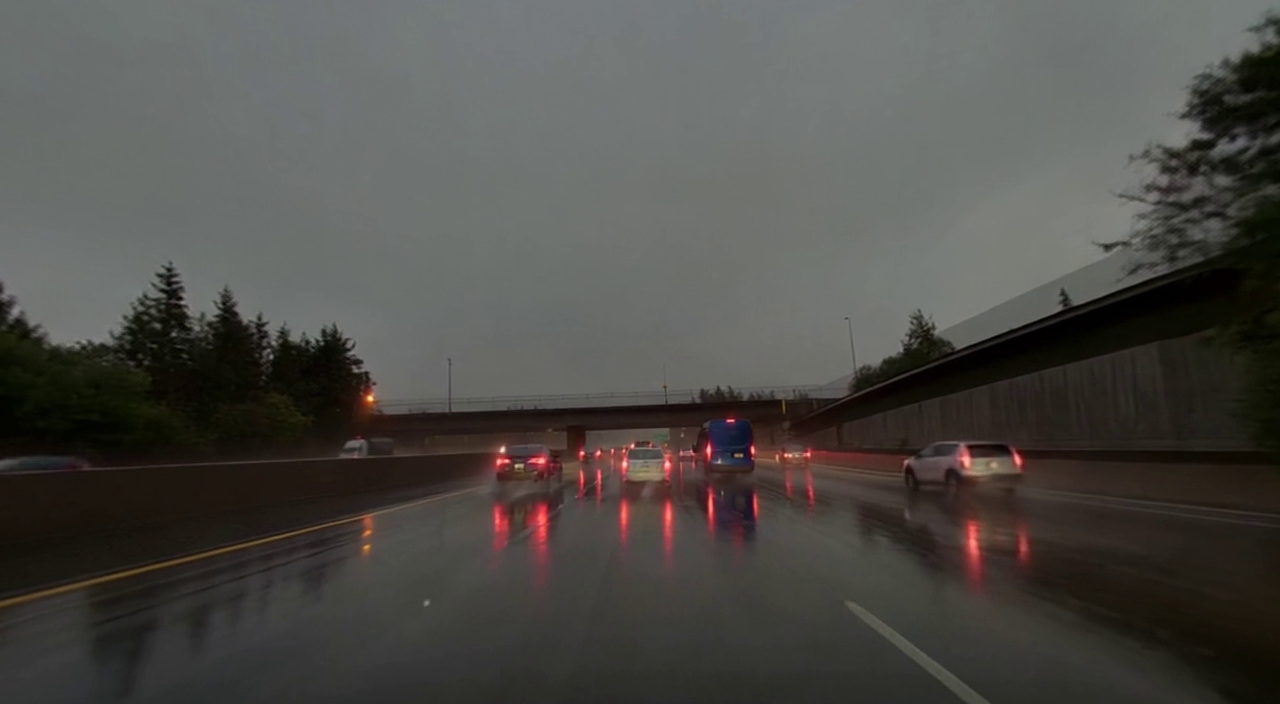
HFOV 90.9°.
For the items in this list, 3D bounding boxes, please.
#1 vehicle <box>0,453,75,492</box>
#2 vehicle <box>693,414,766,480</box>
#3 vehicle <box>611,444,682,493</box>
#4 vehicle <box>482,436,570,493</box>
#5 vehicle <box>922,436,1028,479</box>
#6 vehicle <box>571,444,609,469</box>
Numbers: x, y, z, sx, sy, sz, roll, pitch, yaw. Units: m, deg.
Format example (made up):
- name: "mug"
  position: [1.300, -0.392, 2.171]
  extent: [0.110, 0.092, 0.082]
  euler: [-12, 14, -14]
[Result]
- name: "vehicle"
  position: [-26.514, 5.028, 26.460]
  extent: [1.987, 1.487, 3.758]
  euler: [0, -8, 3]
- name: "vehicle"
  position: [4.068, 4.512, 30.107]
  extent: [2.436, 2.745, 6.607]
  euler: [0, -8, 0]
- name: "vehicle"
  position: [0.199, 3.869, 21.386]
  extent: [2.174, 1.467, 4.005]
  euler: [0, -8, 0]
- name: "vehicle"
  position: [-3.696, 3.734, 21.282]
  extent: [2.078, 1.706, 4.298]
  euler: [-1, -8, 1]
- name: "vehicle"
  position: [16.001, 5.059, 30.527]
  extent: [2.189, 1.869, 5.080]
  euler: [0, -8, -2]
- name: "vehicle"
  position: [-3.504, 7.420, 45.038]
  extent: [2.258, 1.655, 4.397]
  euler: [0, -8, 1]
